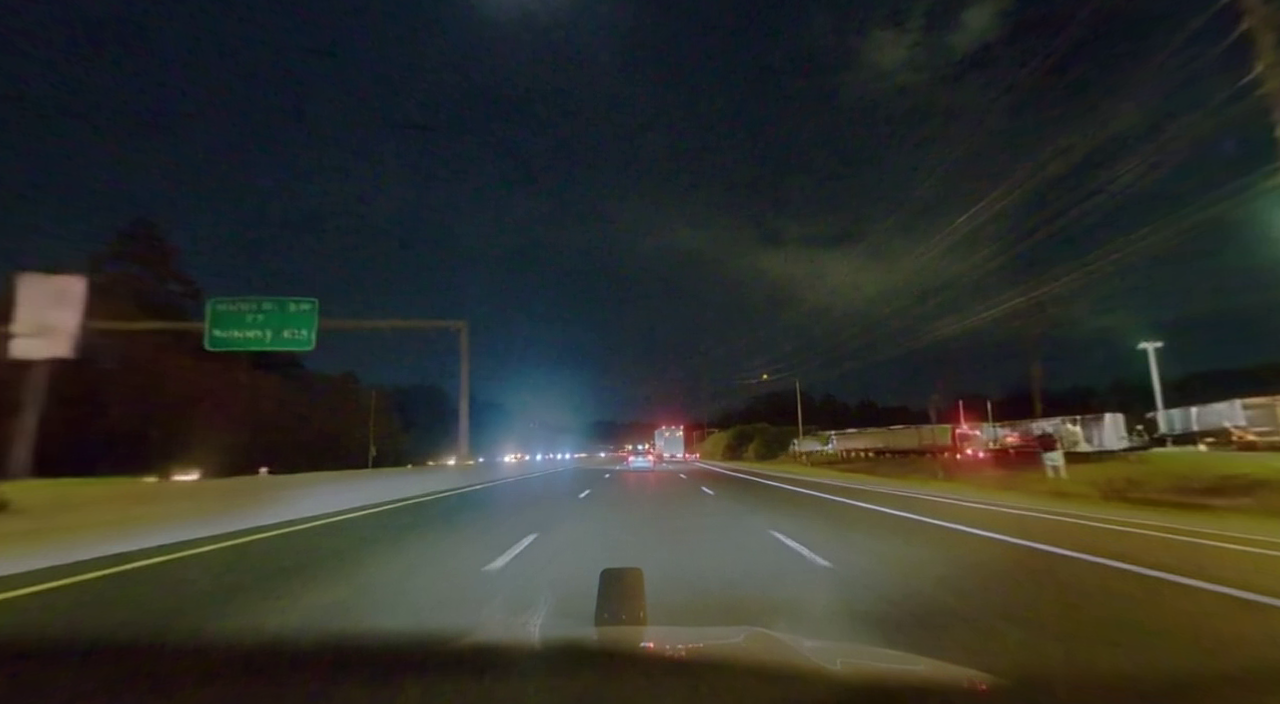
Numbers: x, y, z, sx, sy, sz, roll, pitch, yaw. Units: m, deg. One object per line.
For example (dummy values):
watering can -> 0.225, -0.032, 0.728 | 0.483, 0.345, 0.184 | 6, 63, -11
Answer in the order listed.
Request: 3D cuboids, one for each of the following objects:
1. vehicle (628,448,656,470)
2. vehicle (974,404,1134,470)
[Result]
vehicle -> 0.137, 8.216, 48.666 | 2.111, 1.599, 3.859 | 0, -9, 0
vehicle -> 31.801, 6.853, 49.779 | 3.055, 4.465, 14.288 | 0, -9, 1
